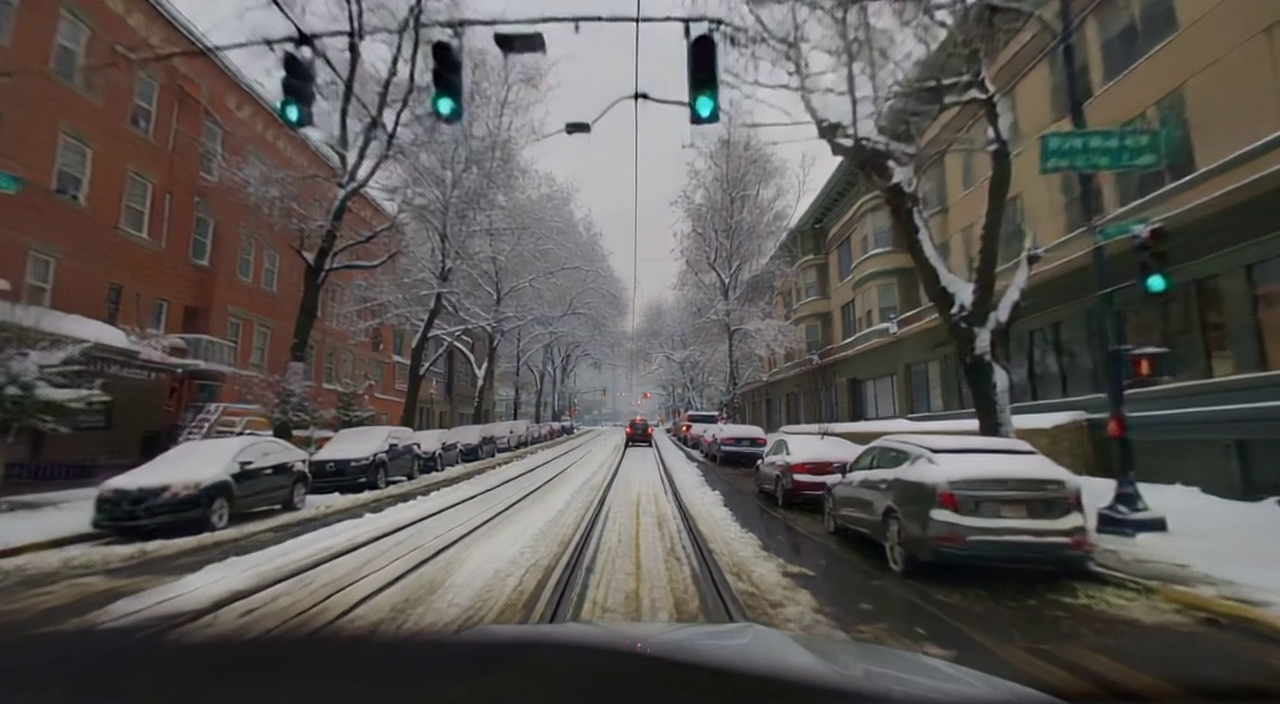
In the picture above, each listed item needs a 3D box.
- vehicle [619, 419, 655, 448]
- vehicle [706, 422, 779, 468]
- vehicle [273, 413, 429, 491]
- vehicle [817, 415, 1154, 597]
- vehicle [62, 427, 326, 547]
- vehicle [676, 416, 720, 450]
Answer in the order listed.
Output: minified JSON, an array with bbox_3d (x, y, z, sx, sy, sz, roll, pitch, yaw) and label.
[{"bbox_3d":[-0.230,4.728,36.455,1.984,1.571,3.404,0,-8,-1],"label":"vehicle"},{"bbox_3d":[3.757,3.513,23.921,1.890,1.559,4.281,0,-8,-2],"label":"vehicle"},{"bbox_3d":[-7.429,2.659,16.870,1.861,1.751,4.550,1,-9,2],"label":"vehicle"},{"bbox_3d":[3.904,1.775,8.182,1.929,1.723,4.134,0,-8,-1],"label":"vehicle"},{"bbox_3d":[-7.356,2.164,11.027,1.779,1.588,3.953,2,-6,-2],"label":"vehicle"},{"bbox_3d":[3.662,5.182,40.812,2.242,2.000,6.340,1,-6,0],"label":"vehicle"}]
